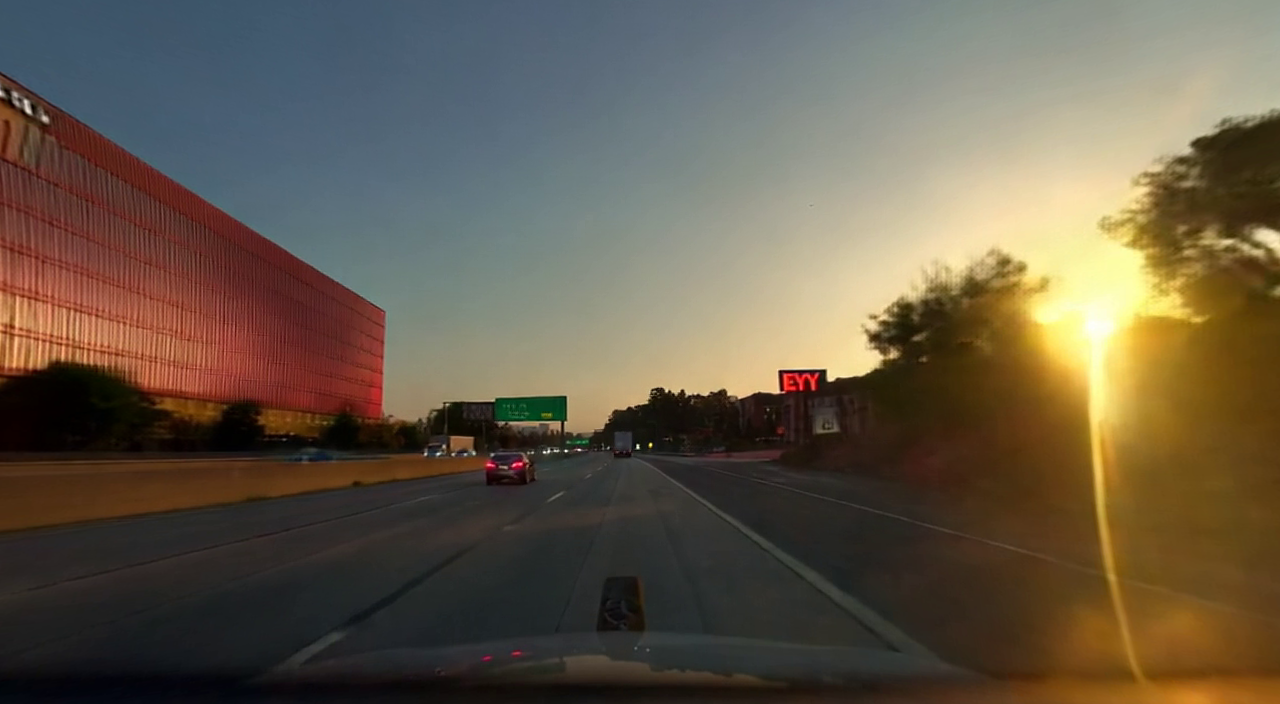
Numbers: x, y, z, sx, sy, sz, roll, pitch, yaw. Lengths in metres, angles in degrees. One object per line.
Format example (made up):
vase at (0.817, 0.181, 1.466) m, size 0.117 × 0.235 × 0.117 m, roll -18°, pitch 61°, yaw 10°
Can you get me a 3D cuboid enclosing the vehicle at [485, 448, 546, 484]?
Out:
vehicle at (-5.678, 5.234, 29.245) m, size 1.943 × 1.510 × 4.201 m, roll 0°, pitch -9°, yaw 0°
